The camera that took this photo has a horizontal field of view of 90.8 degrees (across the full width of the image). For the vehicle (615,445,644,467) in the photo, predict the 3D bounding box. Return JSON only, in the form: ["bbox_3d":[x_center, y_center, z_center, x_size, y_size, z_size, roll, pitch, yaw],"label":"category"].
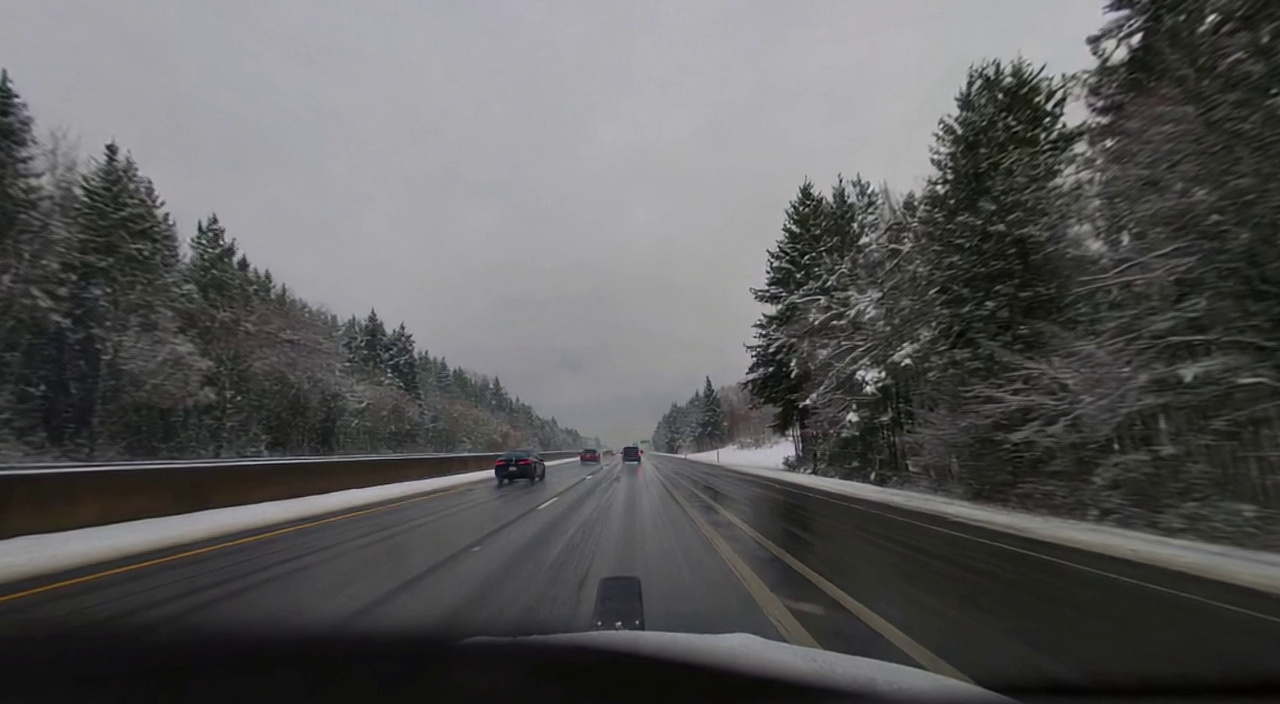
[{"bbox_3d":[-0.870,7.975,48.581,2.070,1.603,4.806,0,-9,-3],"label":"vehicle"}]

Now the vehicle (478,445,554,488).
[{"bbox_3d":[-4.633,4.346,24.284,2.052,1.468,4.390,0,-9,0],"label":"vehicle"}]
